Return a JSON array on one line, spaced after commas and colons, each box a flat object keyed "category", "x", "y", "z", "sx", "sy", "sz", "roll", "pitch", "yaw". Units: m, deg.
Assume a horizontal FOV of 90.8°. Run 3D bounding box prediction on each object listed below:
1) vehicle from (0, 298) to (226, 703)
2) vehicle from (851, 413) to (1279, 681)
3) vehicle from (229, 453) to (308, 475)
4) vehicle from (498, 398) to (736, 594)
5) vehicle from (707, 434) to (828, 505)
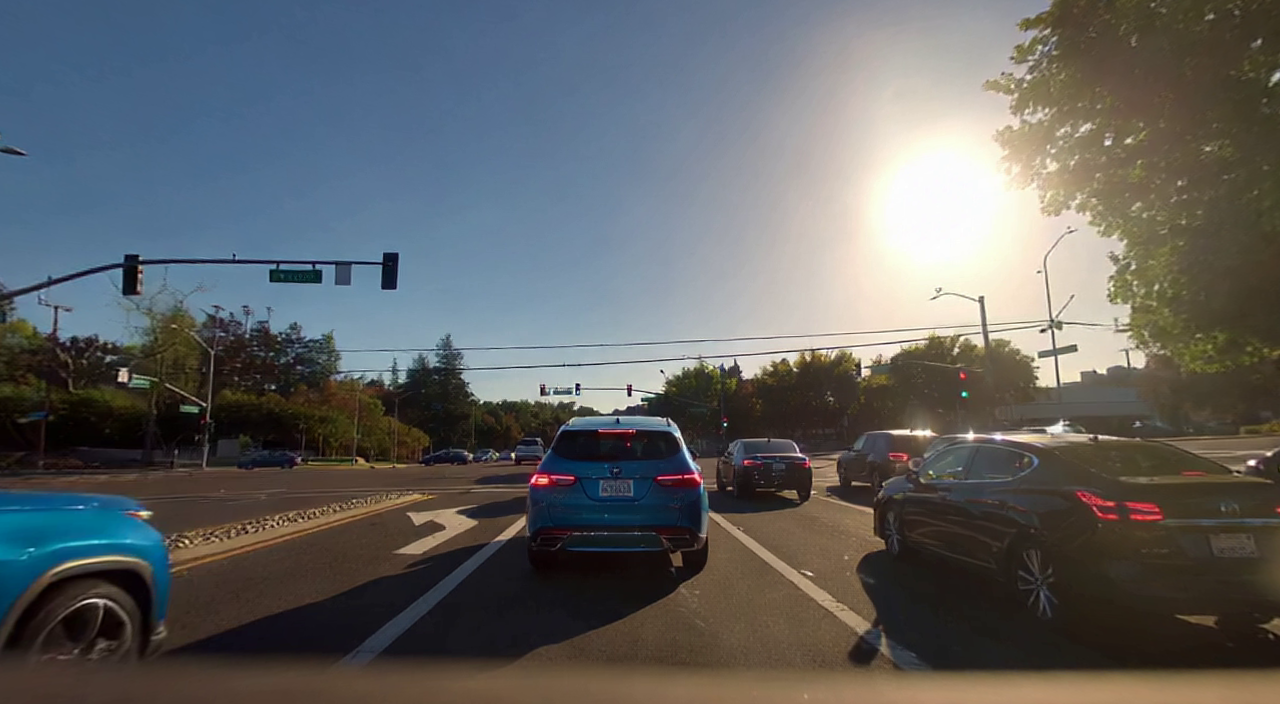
[{"category": "vehicle", "x": -3.259, "y": 0.516, "z": 0.712, "sx": 2.186, "sy": 1.794, "sz": 4.972, "roll": 0, "pitch": -8, "yaw": 0}, {"category": "vehicle", "x": 3.619, "y": 1.395, "z": 5.694, "sx": 1.861, "sy": 1.478, "sz": 4.185, "roll": 0, "pitch": -8, "yaw": -2}, {"category": "vehicle", "x": -25.241, "y": 7.583, "z": 42.985, "sx": 4.468, "sy": 1.430, "sz": 1.770, "roll": -2, "pitch": -9, "yaw": 10}, {"category": "vehicle", "x": -0.264, "y": 1.559, "z": 7.619, "sx": 2.101, "sy": 1.707, "sz": 3.904, "roll": 0, "pitch": -8, "yaw": -2}, {"category": "vehicle", "x": 2.982, "y": 2.856, "z": 15.773, "sx": 1.950, "sy": 1.506, "sz": 4.086, "roll": 0, "pitch": -8, "yaw": -3}]
